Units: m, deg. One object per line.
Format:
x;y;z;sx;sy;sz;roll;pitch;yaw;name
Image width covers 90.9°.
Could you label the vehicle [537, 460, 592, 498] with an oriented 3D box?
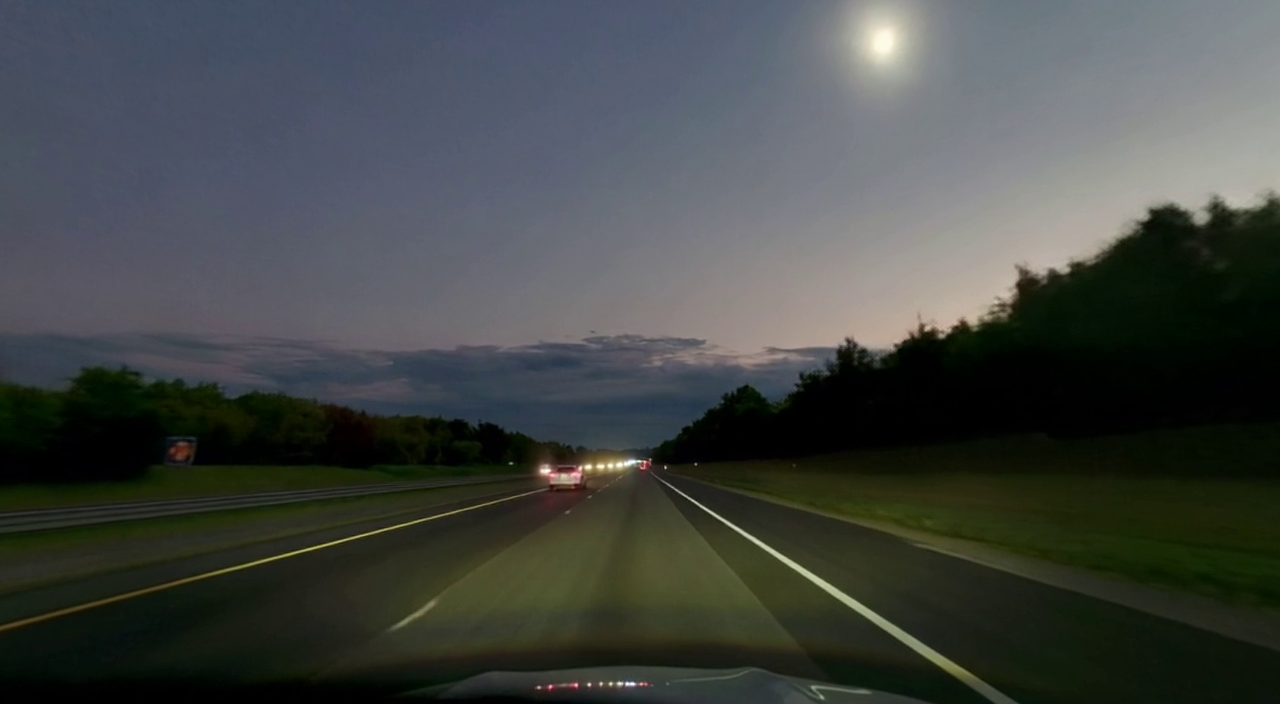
-3.292;5.642;28.163;1.900;1.550;4.146;1;-10;0;vehicle
